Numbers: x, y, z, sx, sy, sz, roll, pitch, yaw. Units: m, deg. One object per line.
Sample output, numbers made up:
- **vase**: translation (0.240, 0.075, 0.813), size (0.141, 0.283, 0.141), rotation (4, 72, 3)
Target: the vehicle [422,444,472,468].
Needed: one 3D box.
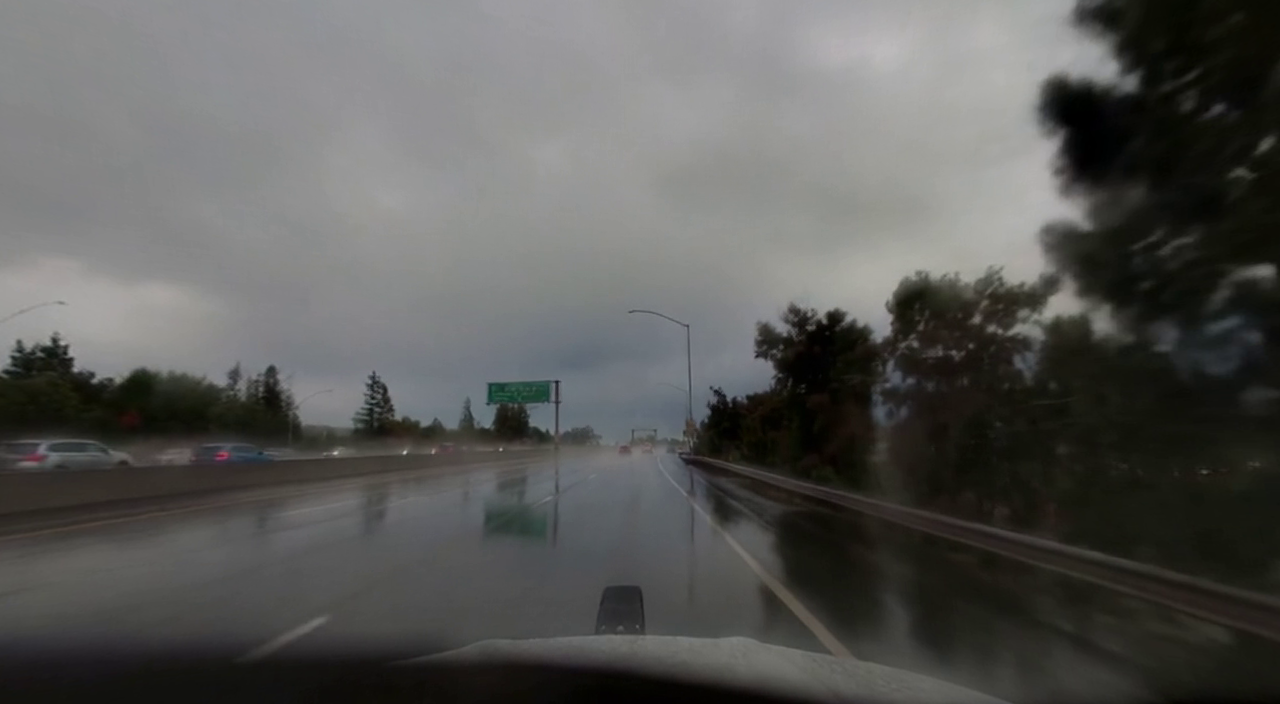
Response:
- **vehicle**: translation (-13.315, 7.171, 43.848), size (2.271, 1.537, 4.029), rotation (0, -9, -2)

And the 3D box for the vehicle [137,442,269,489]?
- **vehicle**: translation (-15.790, 4.104, 23.188), size (1.829, 1.520, 4.505), rotation (0, -9, -4)

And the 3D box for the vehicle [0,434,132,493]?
- **vehicle**: translation (-19.517, 3.622, 20.803), size (2.049, 1.718, 4.445), rotation (0, -9, -4)
